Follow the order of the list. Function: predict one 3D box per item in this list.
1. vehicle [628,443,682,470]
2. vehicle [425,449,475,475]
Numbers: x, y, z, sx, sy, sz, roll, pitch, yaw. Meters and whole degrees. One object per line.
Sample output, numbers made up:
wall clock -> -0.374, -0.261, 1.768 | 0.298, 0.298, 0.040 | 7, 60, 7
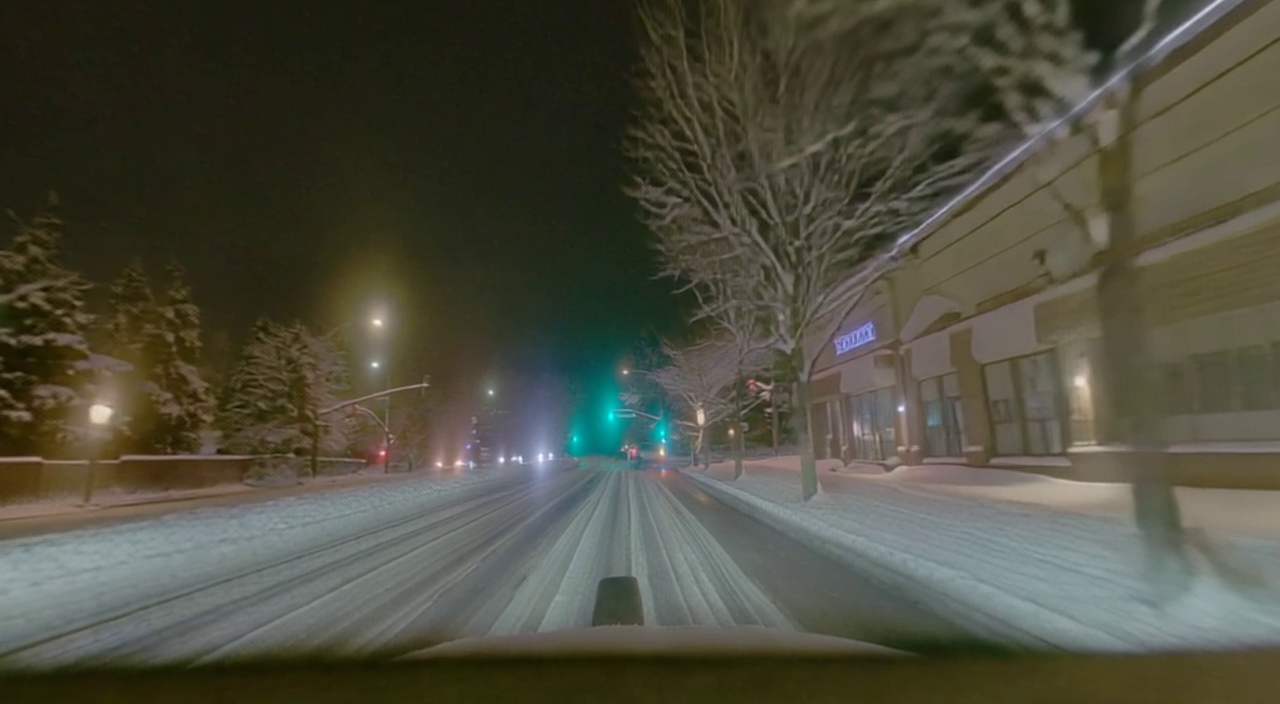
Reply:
vehicle -> 1.071, 6.742, 40.845 | 2.191, 1.607, 4.361 | -3, -9, 21
vehicle -> -13.257, 7.695, 44.214 | 2.145, 1.660, 4.423 | 0, -9, 0
